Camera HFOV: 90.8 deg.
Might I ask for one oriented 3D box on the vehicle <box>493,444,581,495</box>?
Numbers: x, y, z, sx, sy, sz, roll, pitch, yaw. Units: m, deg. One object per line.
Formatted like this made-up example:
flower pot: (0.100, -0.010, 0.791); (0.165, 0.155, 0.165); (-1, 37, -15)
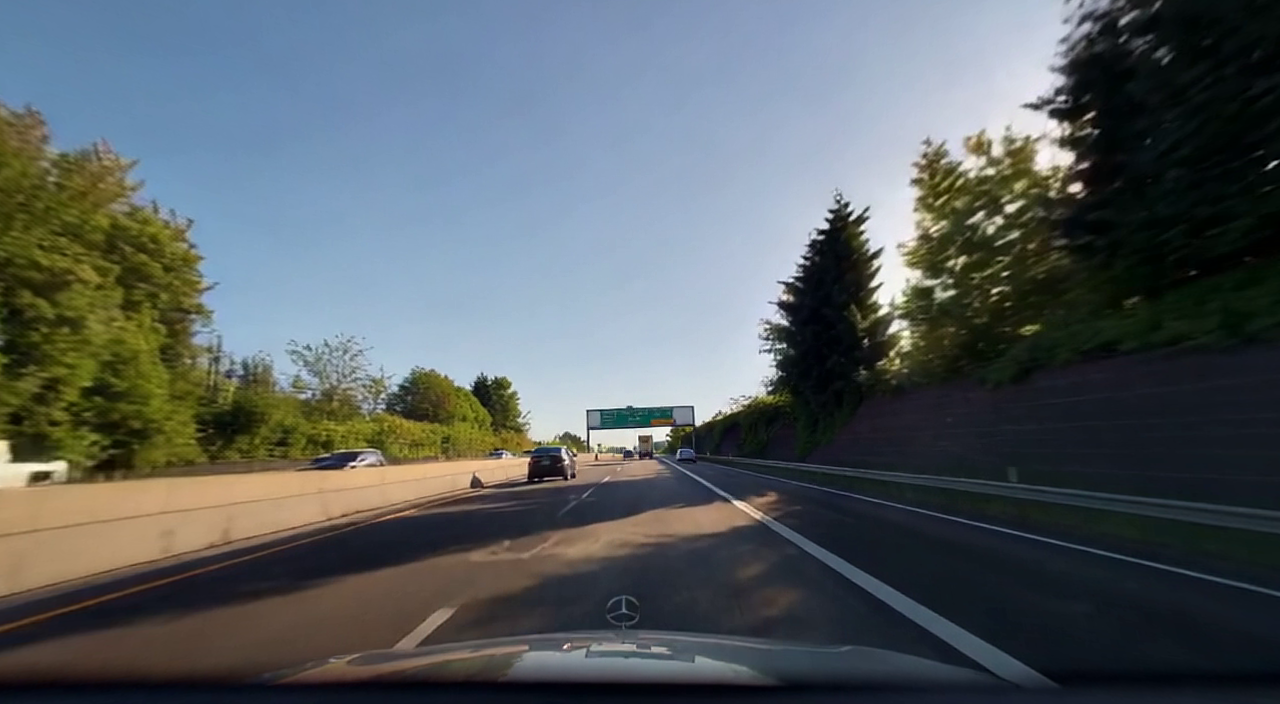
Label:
vehicle: (-3.232, 3.794, 20.780); (2.020, 1.475, 4.434); (0, -9, 2)

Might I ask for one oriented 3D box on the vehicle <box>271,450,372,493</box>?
vehicle: (-11.960, 4.473, 23.980); (1.752, 1.444, 3.929); (0, -9, 1)
